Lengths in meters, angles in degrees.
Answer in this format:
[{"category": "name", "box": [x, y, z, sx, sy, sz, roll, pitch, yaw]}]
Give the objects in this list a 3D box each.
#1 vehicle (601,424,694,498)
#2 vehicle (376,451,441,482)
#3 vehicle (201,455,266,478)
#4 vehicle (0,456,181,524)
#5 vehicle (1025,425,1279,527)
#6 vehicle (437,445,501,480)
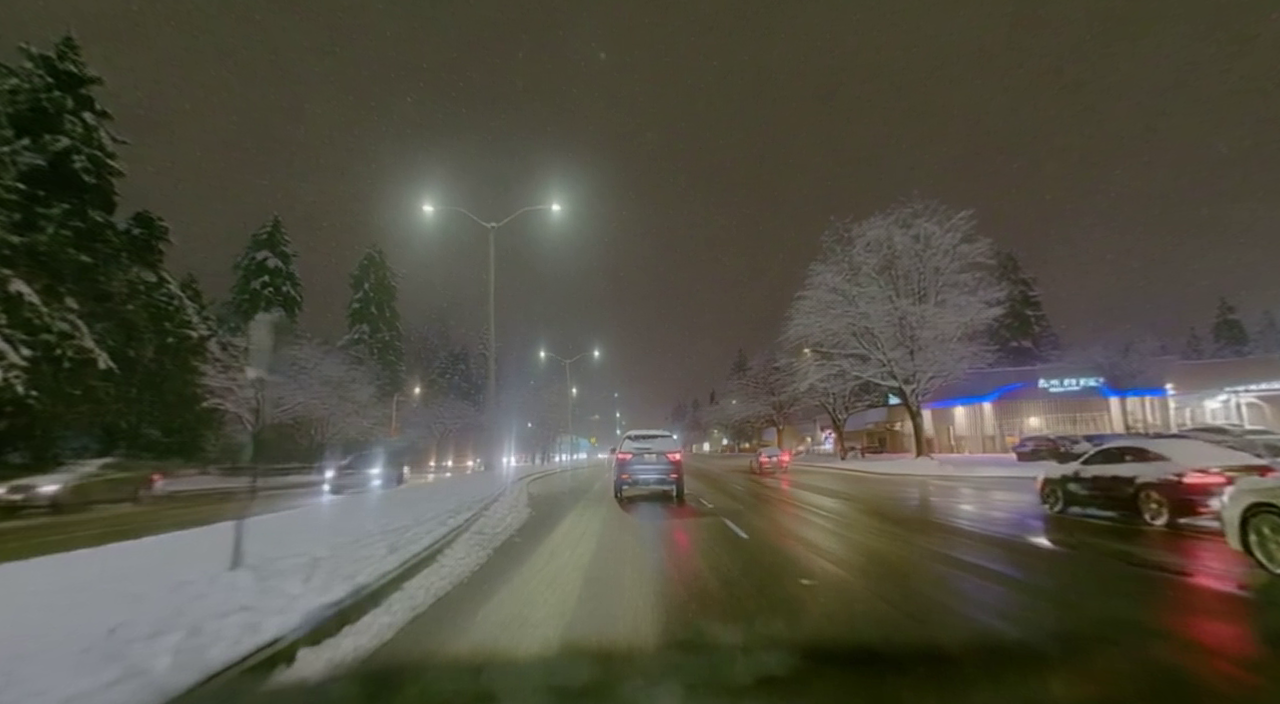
[{"category": "vehicle", "box": [0.043, 3.172, 18.733, 2.300, 1.870, 4.936, 0, -8, -4]}, {"category": "vehicle", "box": [-12.525, 6.194, 34.469, 1.866, 1.491, 4.495, 0, -8, 0]}, {"category": "vehicle", "box": [-29.589, 8.331, 46.068, 3.520, 1.405, 1.750, -3, -10, -1]}, {"category": "vehicle", "box": [-16.000, 3.828, 18.149, 1.952, 1.569, 4.886, 0, -8, -1]}, {"category": "vehicle", "box": [9.457, 2.194, 11.774, 1.894, 1.517, 4.419, -1, -8, 2]}, {"category": "vehicle", "box": [-8.778, 5.680, 32.803, 2.120, 1.628, 4.331, 0, -8, 0]}]
